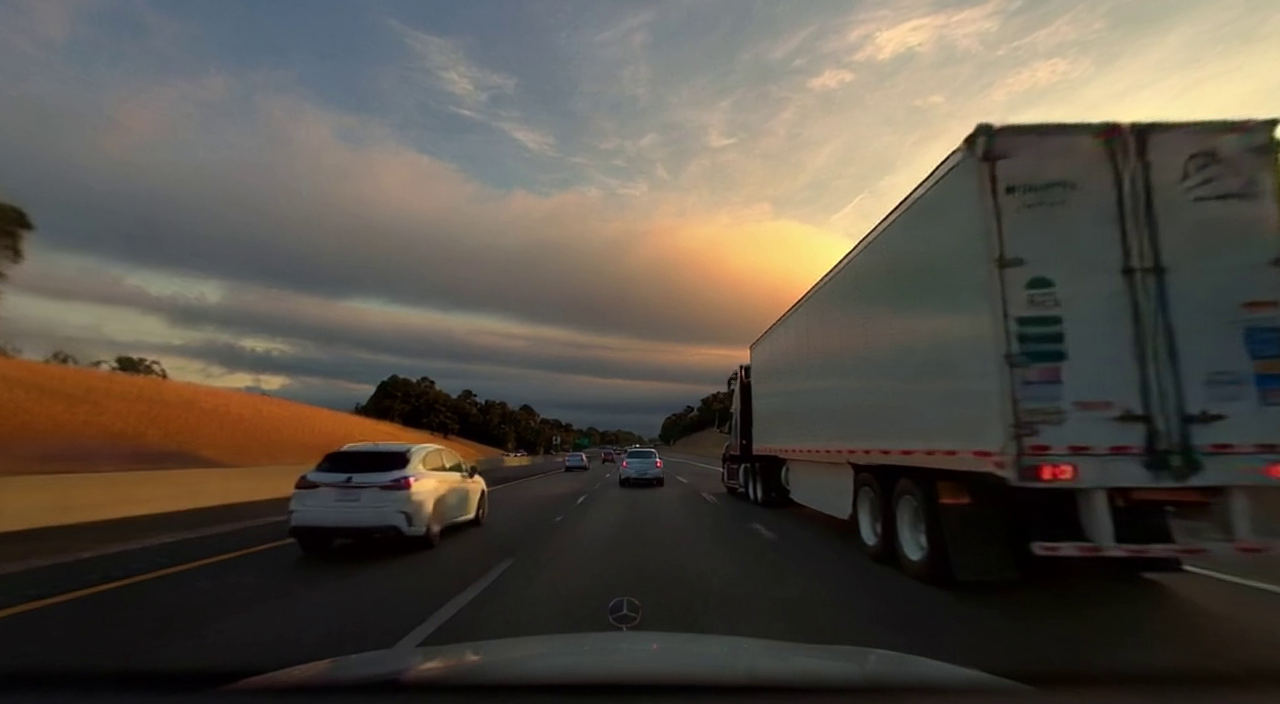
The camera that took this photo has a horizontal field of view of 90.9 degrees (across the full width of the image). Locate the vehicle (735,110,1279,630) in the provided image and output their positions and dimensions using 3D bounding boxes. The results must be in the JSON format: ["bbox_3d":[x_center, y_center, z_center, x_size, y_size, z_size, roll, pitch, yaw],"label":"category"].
[{"bbox_3d":[4.455,1.119,12.034,2.905,4.109,14.332,0,-9,-1],"label":"vehicle"}]

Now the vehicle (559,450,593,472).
[{"bbox_3d":[-4.494,7.728,44.924,2.017,1.460,4.382,0,-9,-1],"label":"vehicle"}]

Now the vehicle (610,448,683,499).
[{"bbox_3d":[0.149,3.703,19.557,2.023,1.400,4.028,0,-9,-1],"label":"vehicle"}]

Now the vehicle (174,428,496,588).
[{"bbox_3d":[-3.569,1.910,8.563,2.153,1.581,4.375,0,-9,0],"label":"vehicle"}]
